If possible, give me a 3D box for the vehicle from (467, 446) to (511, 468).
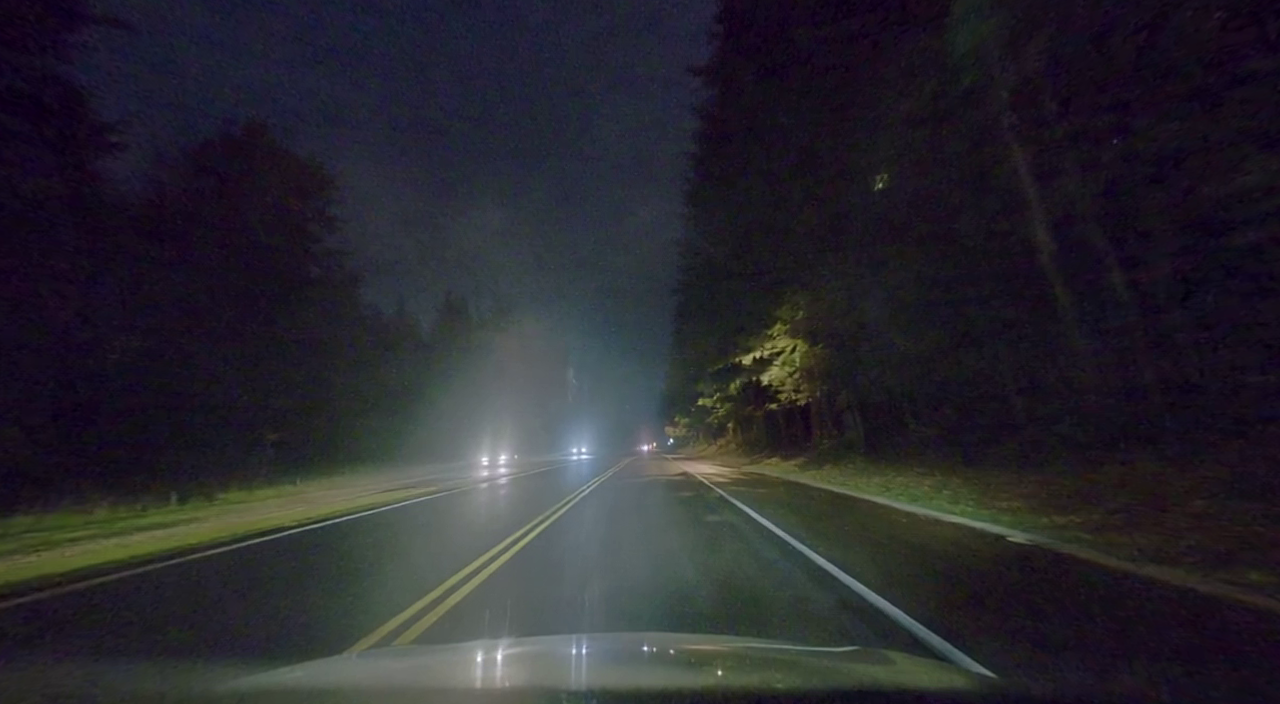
[{"bbox_3d":[-10.473,7.281,43.991,1.962,1.458,4.322,0,-8,1],"label":"vehicle"}]
